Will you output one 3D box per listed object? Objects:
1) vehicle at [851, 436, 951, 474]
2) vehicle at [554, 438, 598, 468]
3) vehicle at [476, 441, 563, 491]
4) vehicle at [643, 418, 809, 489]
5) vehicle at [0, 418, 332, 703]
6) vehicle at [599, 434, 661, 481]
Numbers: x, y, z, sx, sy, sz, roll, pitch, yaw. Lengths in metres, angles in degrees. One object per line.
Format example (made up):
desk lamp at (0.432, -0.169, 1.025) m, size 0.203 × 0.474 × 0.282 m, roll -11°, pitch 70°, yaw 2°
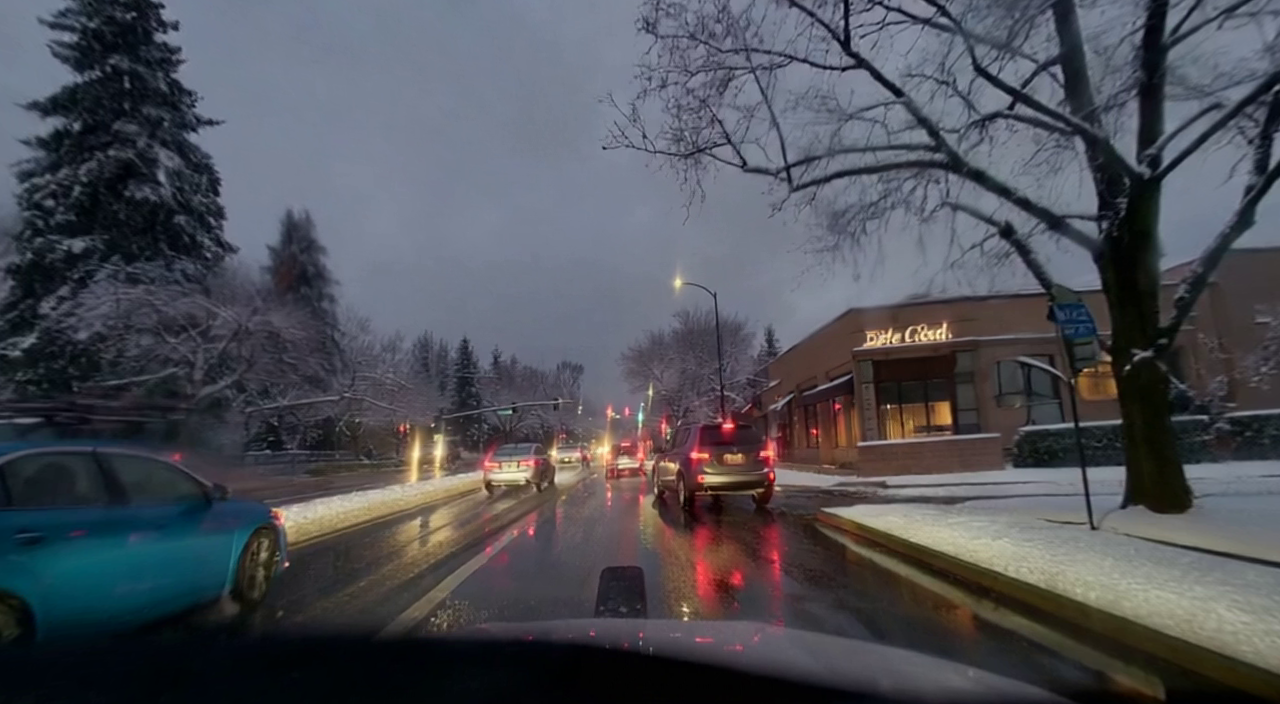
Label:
vehicle at (12.326, 4.893, 29.832) m, size 3.871 × 1.525 × 1.835 m, roll -3°, pitch -10°, yaw 0°
vehicle at (-3.725, 5.983, 37.219) m, size 2.053 × 1.652 × 3.873 m, roll 0°, pitch -9°, yaw 2°
vehicle at (-3.825, 3.709, 20.731) m, size 2.042 × 1.470 × 4.123 m, roll 0°, pitch -9°, yaw 0°
vehicle at (2.639, 3.117, 19.413) m, size 4.642 × 1.955 × 2.052 m, roll -4°, pitch -9°, yaw 23°
vehicle at (-4.048, 1.198, 3.930) m, size 2.026 × 1.466 × 4.282 m, roll 0°, pitch -8°, yaw 0°
vehicle at (-0.315, 4.084, 24.453) m, size 2.206 × 1.666 × 3.912 m, roll 0°, pitch -8°, yaw 1°
